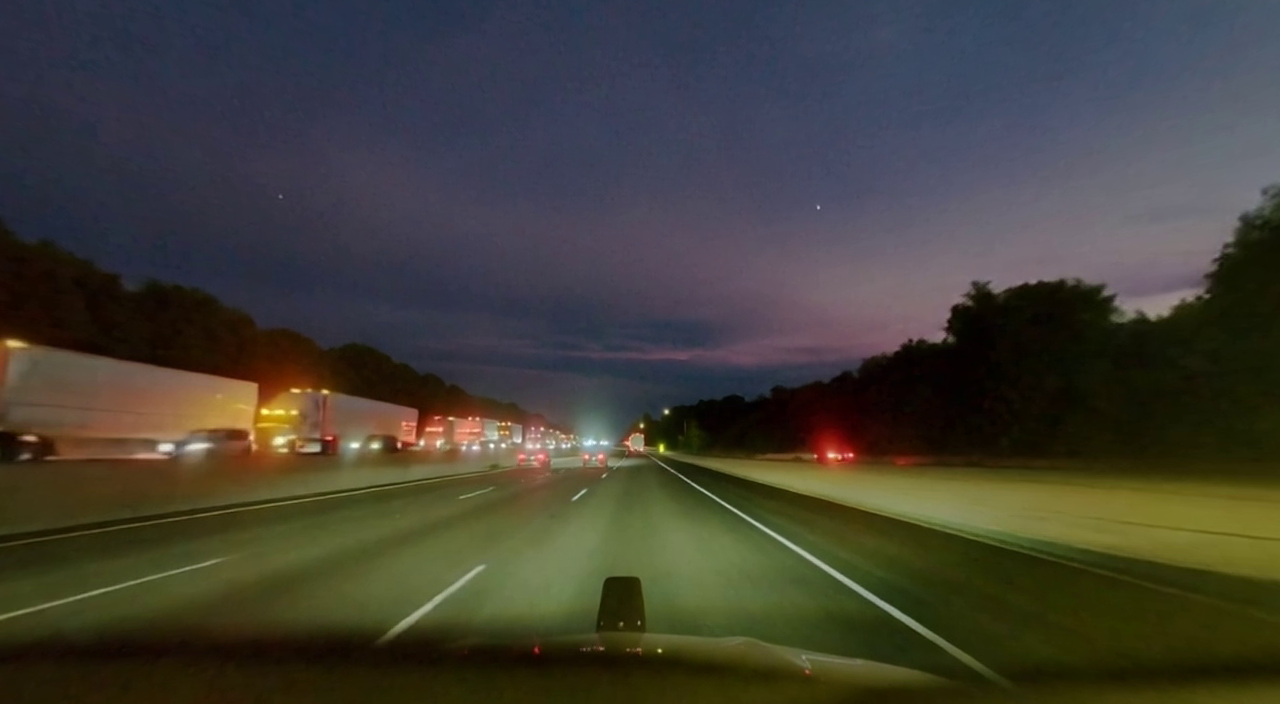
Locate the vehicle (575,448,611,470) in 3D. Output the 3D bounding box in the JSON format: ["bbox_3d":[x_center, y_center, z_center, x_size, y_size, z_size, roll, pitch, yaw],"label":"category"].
[{"bbox_3d":[-3.201,7.465,43.978,2.076,1.453,4.094,0,-9,2],"label":"vehicle"}]

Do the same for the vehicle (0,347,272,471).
[{"bbox_3d":[-18.965,2.519,23.962,2.703,3.565,11.849,0,-9,1],"label":"vehicle"}]

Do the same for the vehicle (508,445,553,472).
[{"bbox_3d":[-7.297,7.148,42.595,2.122,1.685,4.714,0,-9,1],"label":"vehicle"}]

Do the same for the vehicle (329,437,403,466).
[{"bbox_3d":[-14.436,5.278,33.495,2.014,1.444,4.352,0,-9,0],"label":"vehicle"}]

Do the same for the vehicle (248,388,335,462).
[{"bbox_3d":[-18.483,3.920,33.616,2.963,3.801,2.502,0,-9,-1],"label":"vehicle"}]

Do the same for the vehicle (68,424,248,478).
[{"bbox_3d":[-14.145,2.970,18.923,1.956,1.433,4.339,0,-9,0],"label":"vehicle"}]
